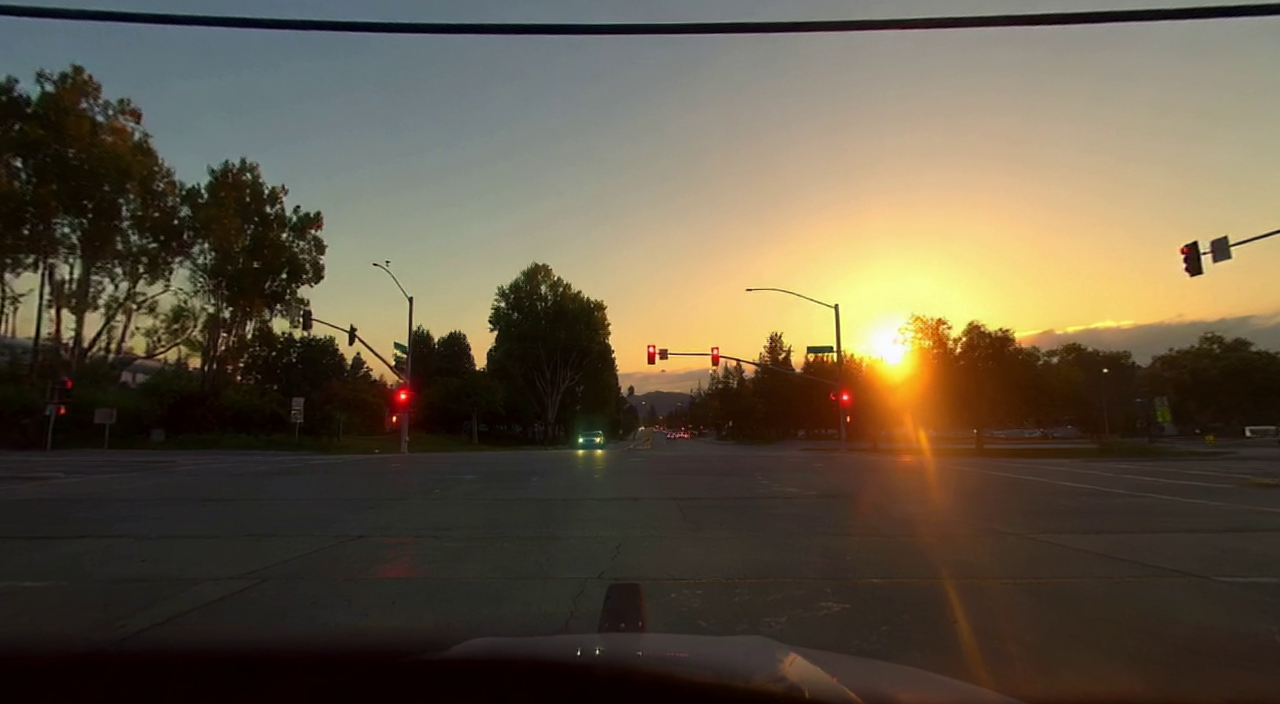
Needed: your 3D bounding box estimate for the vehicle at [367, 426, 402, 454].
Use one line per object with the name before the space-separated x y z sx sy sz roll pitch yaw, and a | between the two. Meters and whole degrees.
vehicle | -19.913 6.860 48.902 1.873 2.079 2.879 5 -10 -33
